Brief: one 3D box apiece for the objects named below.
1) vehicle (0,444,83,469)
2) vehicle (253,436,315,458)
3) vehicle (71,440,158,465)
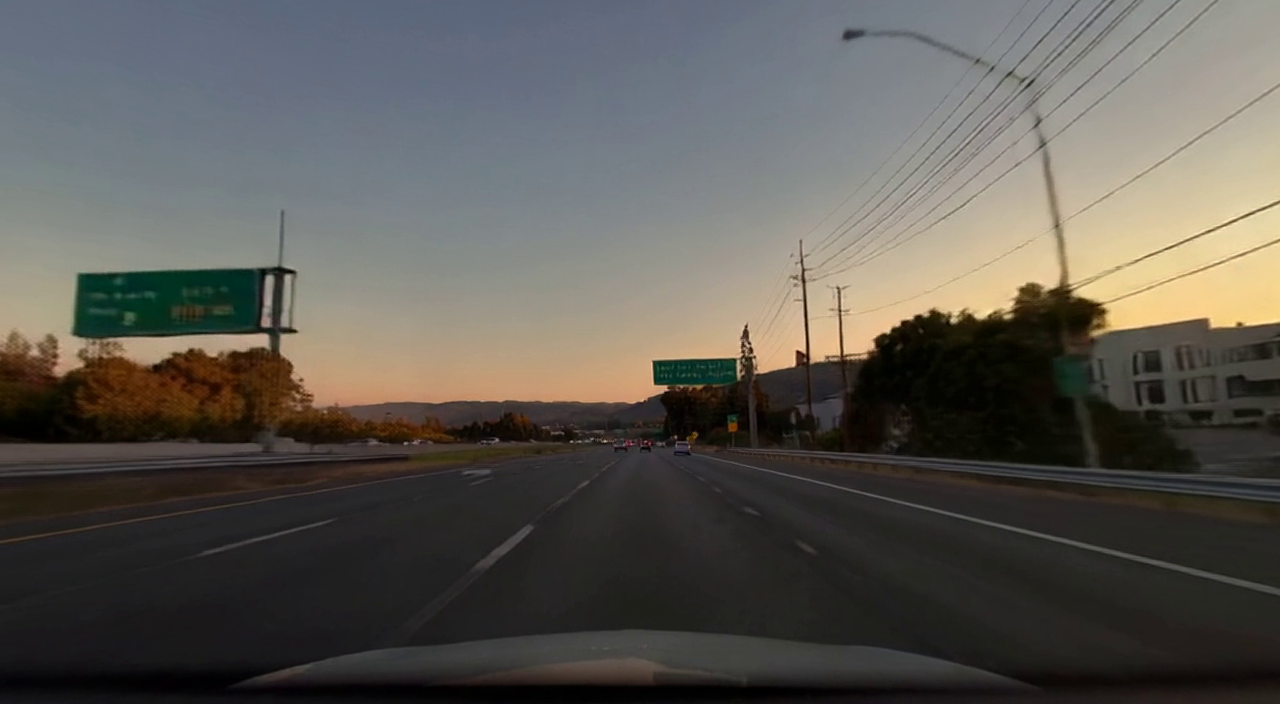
[{"bbox_3d":[-38.081,6.559,39.750,1.781,1.481,4.520,0,-8,0],"label":"vehicle"},{"bbox_3d":[-26.319,7.047,46.815,1.830,1.510,4.710,0,-8,0],"label":"vehicle"},{"bbox_3d":[-34.083,6.539,41.073,1.776,1.526,4.442,0,-8,0],"label":"vehicle"}]
